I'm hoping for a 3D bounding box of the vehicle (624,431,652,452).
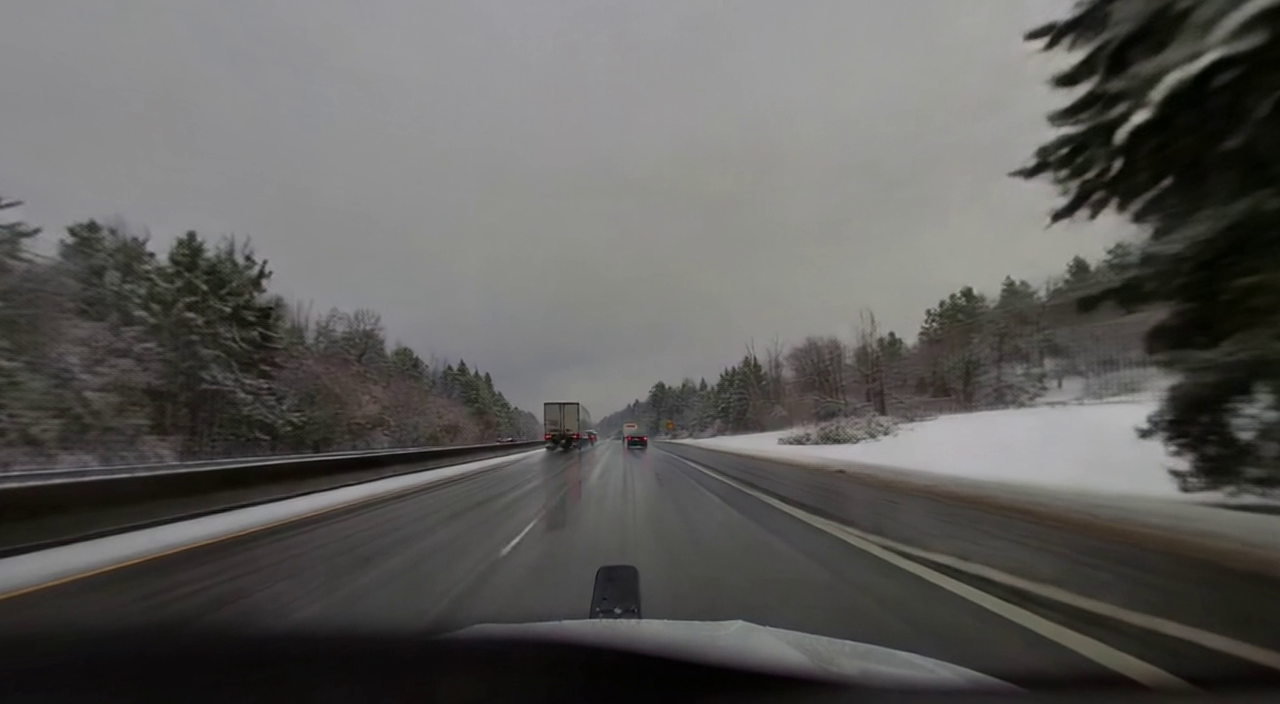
[{"bbox_3d":[-0.216,6.666,47.131,1.988,1.472,3.716,0,-8,-2],"label":"vehicle"}]

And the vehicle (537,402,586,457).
[{"bbox_3d":[-4.792,4.905,39.582,2.450,3.098,6.965,0,-8,-2],"label":"vehicle"}]
